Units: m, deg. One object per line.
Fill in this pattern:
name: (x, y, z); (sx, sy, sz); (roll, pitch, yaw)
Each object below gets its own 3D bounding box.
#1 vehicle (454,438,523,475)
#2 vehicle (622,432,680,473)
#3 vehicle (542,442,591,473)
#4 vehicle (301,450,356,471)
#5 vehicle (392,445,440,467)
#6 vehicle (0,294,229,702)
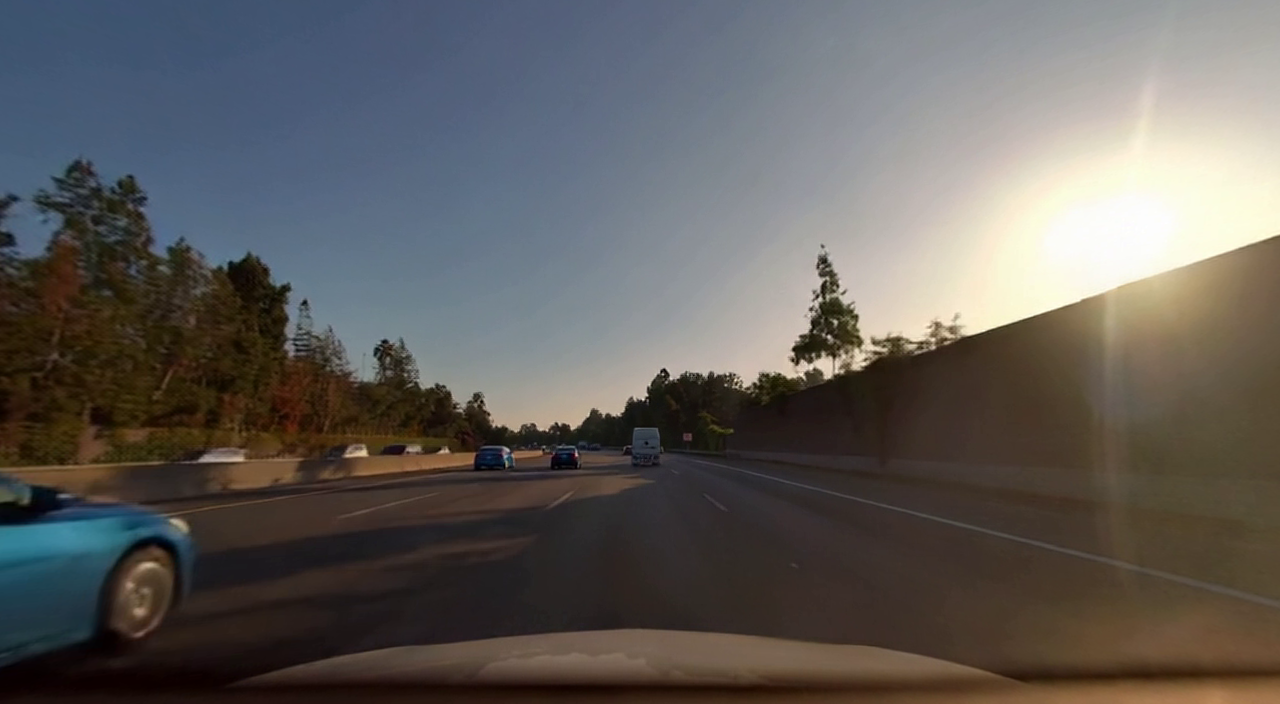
vehicle: (-7.356, 5.137, 31.118); (2.189, 1.673, 4.699); (0, -9, 1)
vehicle: (0.536, 5.337, 33.592); (2.856, 1.994, 4.931); (1, -9, 0)
vehicle: (-3.817, 5.571, 33.459); (2.000, 1.512, 4.371); (0, -9, 1)
vehicle: (-24.214, 8.444, 49.107); (1.891, 1.543, 4.471); (0, -9, 1)
vehicle: (-16.709, 7.767, 47.212); (1.903, 1.563, 4.375); (0, -9, 1)
vehicle: (-4.360, 0.515, 1.818); (2.368, 2.003, 5.844); (1, -9, 0)
